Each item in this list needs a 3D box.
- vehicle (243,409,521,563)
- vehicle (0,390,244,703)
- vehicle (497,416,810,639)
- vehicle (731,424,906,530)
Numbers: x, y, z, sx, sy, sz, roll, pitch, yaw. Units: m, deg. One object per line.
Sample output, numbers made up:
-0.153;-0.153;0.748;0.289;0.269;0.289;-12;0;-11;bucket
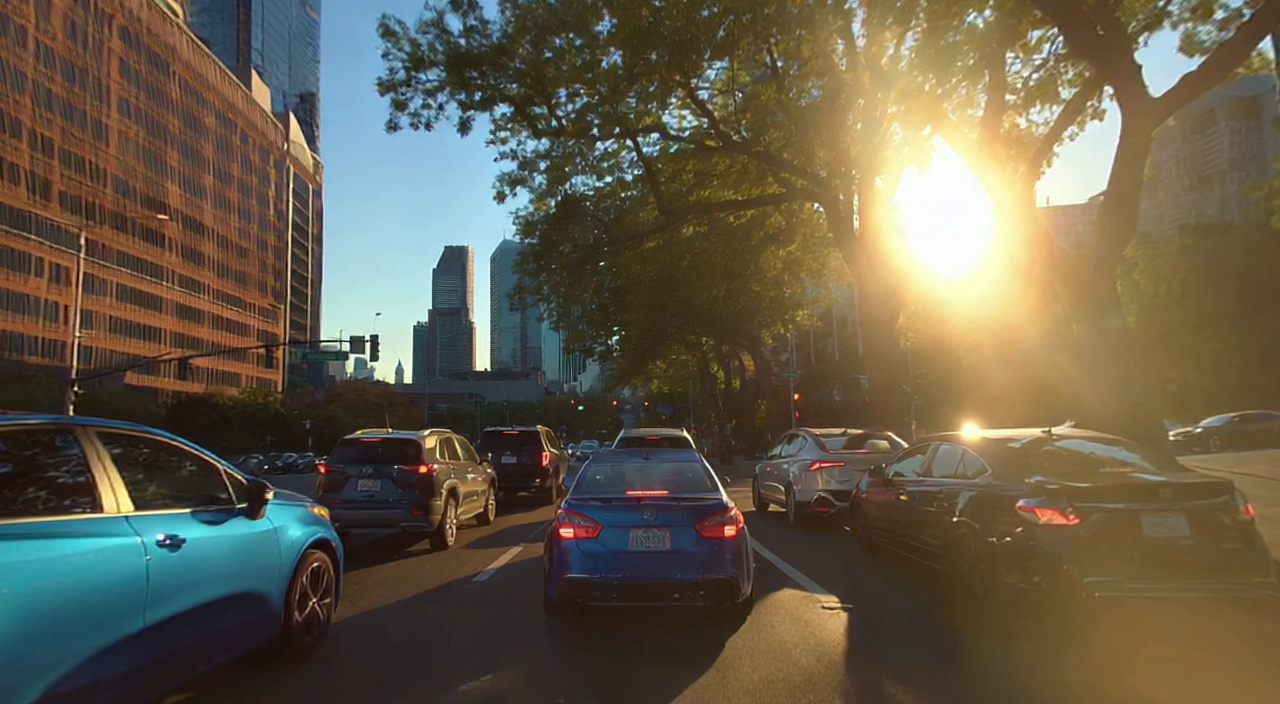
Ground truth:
-3.368;1.865;9.498;2.168;1.719;4.561;-1;-9;1;vehicle
-3.401;0.749;1.241;2.144;1.505;4.635;-1;-9;1;vehicle
0.088;1.504;6.384;2.147;1.507;3.953;0;-8;0;vehicle
3.160;2.317;12.241;2.110;1.661;4.295;0;-9;0;vehicle
